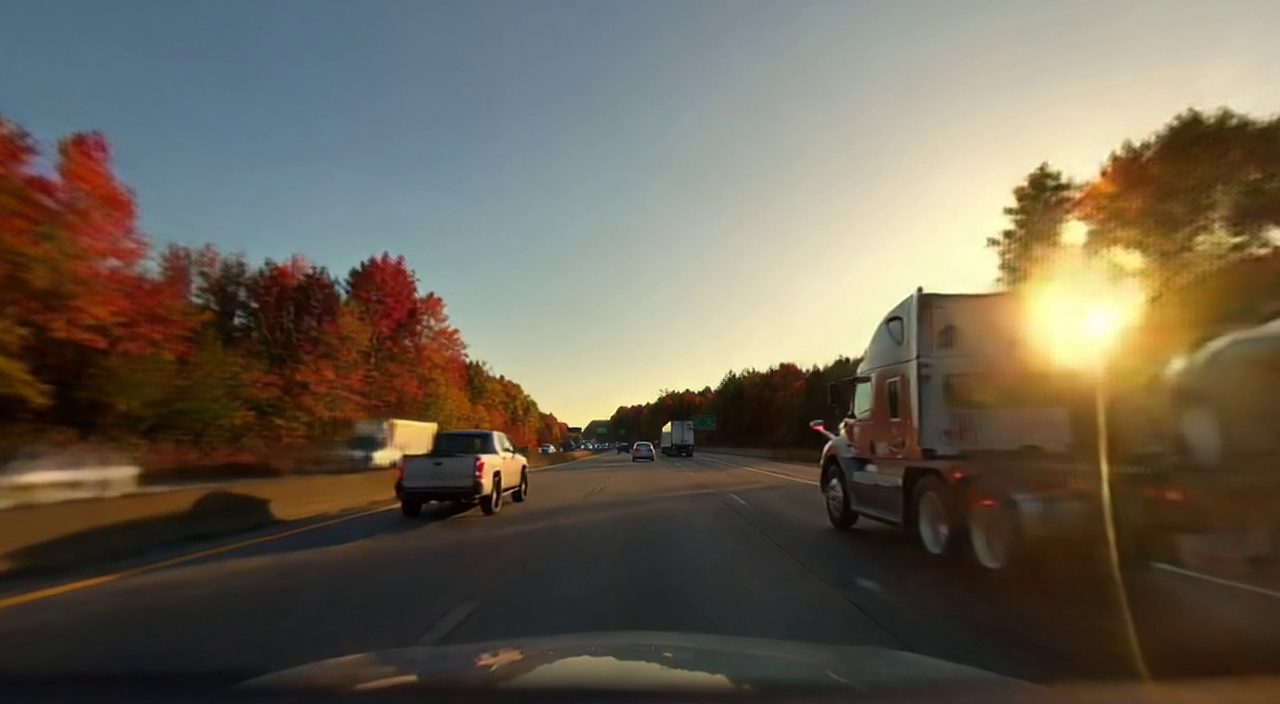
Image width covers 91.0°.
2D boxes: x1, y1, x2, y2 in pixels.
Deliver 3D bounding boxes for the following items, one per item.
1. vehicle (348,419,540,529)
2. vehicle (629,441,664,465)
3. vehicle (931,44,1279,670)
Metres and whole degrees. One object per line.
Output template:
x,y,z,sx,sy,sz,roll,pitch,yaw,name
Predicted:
-3.384,2.214,12.058,2.077,1.669,4.739,0,-8,1,vehicle
0.440,6.652,41.579,2.152,1.484,4.211,0,-8,1,vehicle
4.929,-0.371,0.567,3.150,3.257,13.098,0,-8,0,vehicle
